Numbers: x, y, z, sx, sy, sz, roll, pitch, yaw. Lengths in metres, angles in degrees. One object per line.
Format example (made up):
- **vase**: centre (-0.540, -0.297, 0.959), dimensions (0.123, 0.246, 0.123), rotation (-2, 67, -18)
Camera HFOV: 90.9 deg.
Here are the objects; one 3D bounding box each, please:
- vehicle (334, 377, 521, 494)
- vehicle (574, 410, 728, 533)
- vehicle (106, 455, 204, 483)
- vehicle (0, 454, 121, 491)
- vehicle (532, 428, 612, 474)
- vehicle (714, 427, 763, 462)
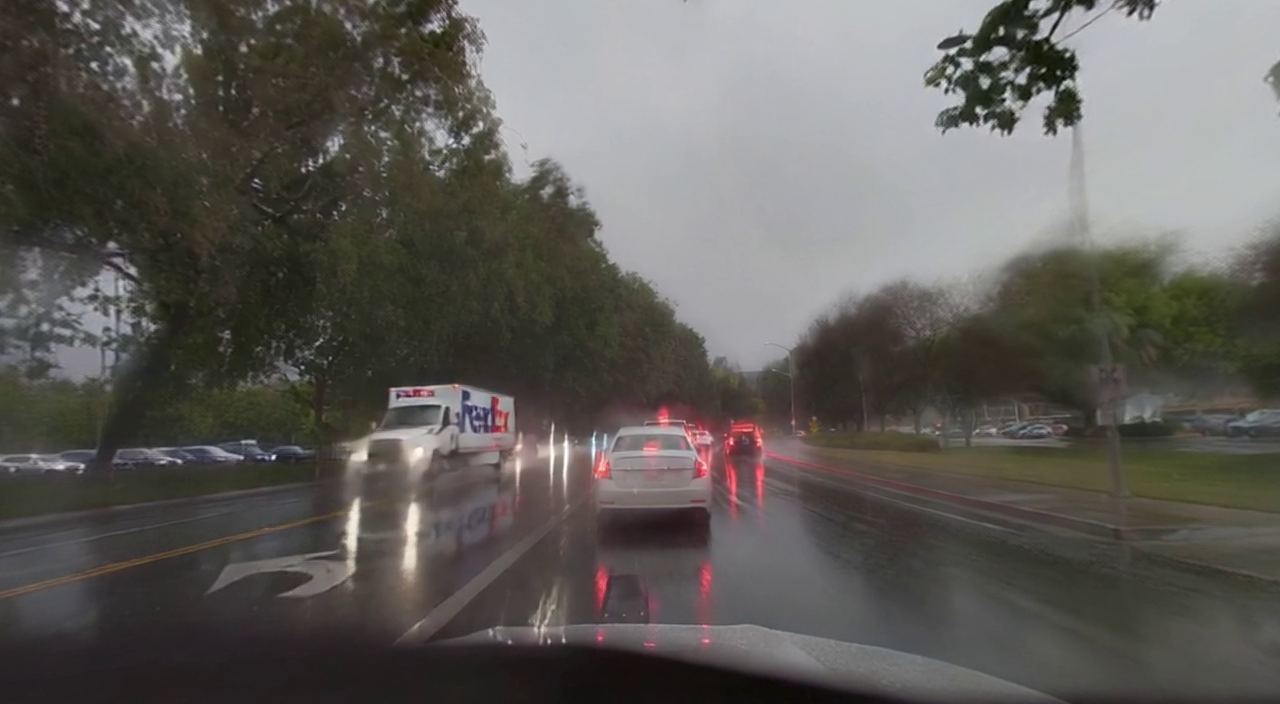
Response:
- **vehicle**: centre (-6.995, 3.072, 22.891), dimensions (2.961, 3.316, 9.483), rotation (-1, -8, 4)
- **vehicle**: centre (0.180, 1.982, 10.996), dimensions (2.154, 1.710, 4.128), rotation (-1, -8, 1)
- **vehicle**: centre (-27.042, 6.510, 35.195), dimensions (4.260, 1.498, 1.769), rotation (-2, -8, 9)
- **vehicle**: centre (-28.015, 5.754, 30.232), dimensions (4.743, 1.671, 1.842), rotation (-1, -8, 4)
- **vehicle**: centre (-2.755, 4.191, 26.943), dimensions (2.057, 1.786, 4.725), rotation (-2, -8, 11)
- **vehicle**: centre (5.402, 5.162, 35.113), dimensions (2.155, 1.786, 4.459), rotation (-1, -8, 3)
